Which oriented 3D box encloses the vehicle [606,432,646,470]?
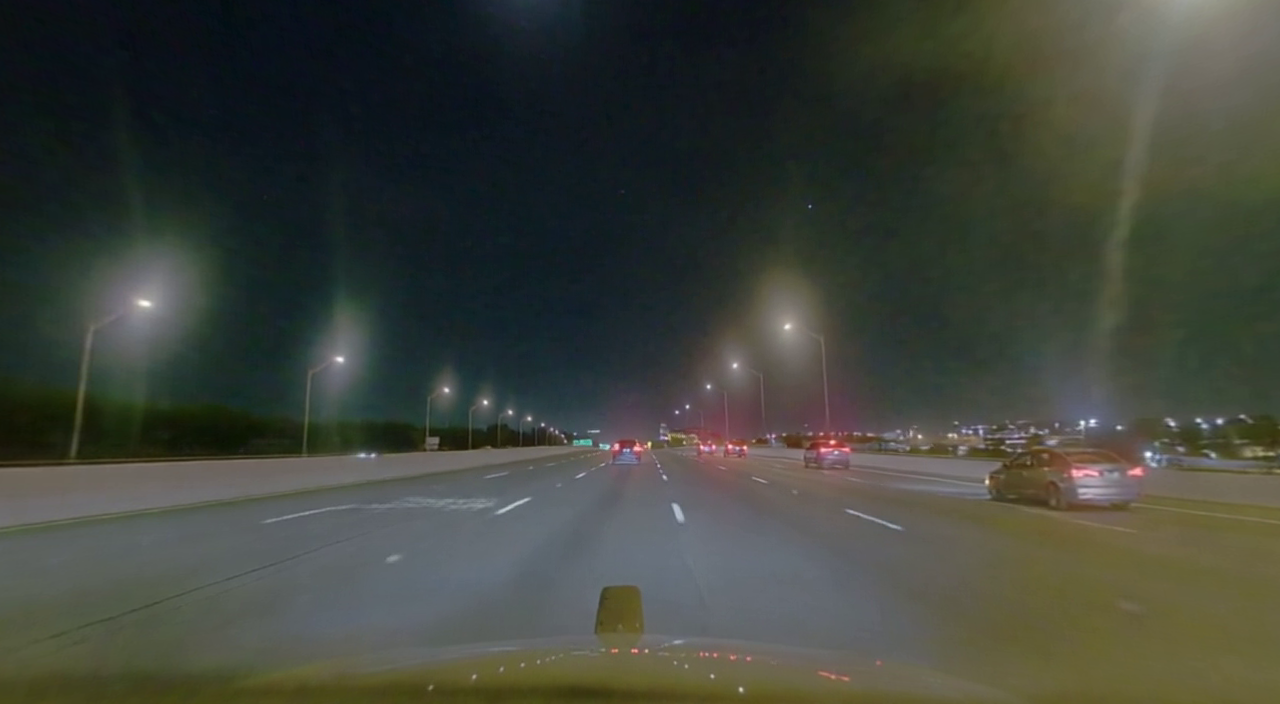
[{"bbox_3d":[-0.653,5.194,33.126,1.893,1.827,4.513,0,-8,1],"label":"vehicle"}]

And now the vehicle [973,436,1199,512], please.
[{"bbox_3d":[9.810,2.692,14.471,1.900,1.432,4.519,0,-8,0],"label":"vehicle"}]
